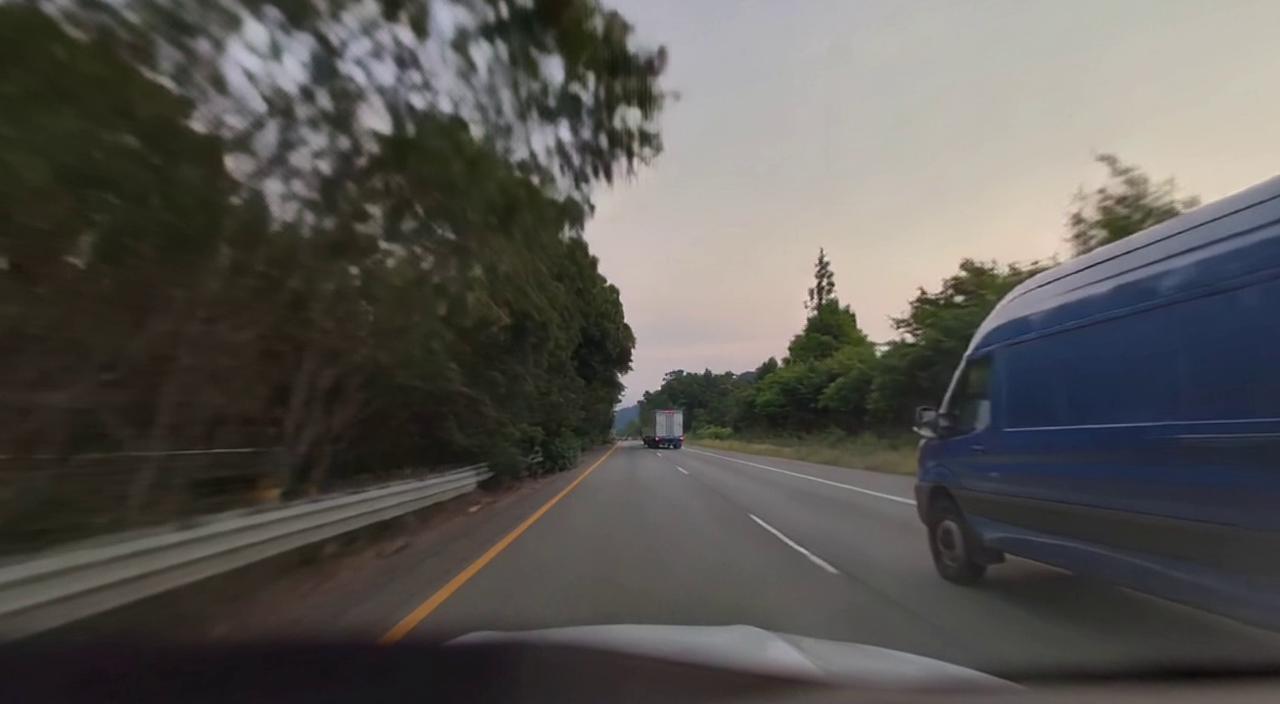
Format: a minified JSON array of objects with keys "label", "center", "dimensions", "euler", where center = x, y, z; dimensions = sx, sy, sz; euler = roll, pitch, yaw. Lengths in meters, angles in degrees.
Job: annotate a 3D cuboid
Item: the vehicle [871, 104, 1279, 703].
[{"label":"vehicle","center":[3.712,0.479,3.287],"dimensions":[2.570,2.596,6.082],"euler":[0,-8,-1]}]
